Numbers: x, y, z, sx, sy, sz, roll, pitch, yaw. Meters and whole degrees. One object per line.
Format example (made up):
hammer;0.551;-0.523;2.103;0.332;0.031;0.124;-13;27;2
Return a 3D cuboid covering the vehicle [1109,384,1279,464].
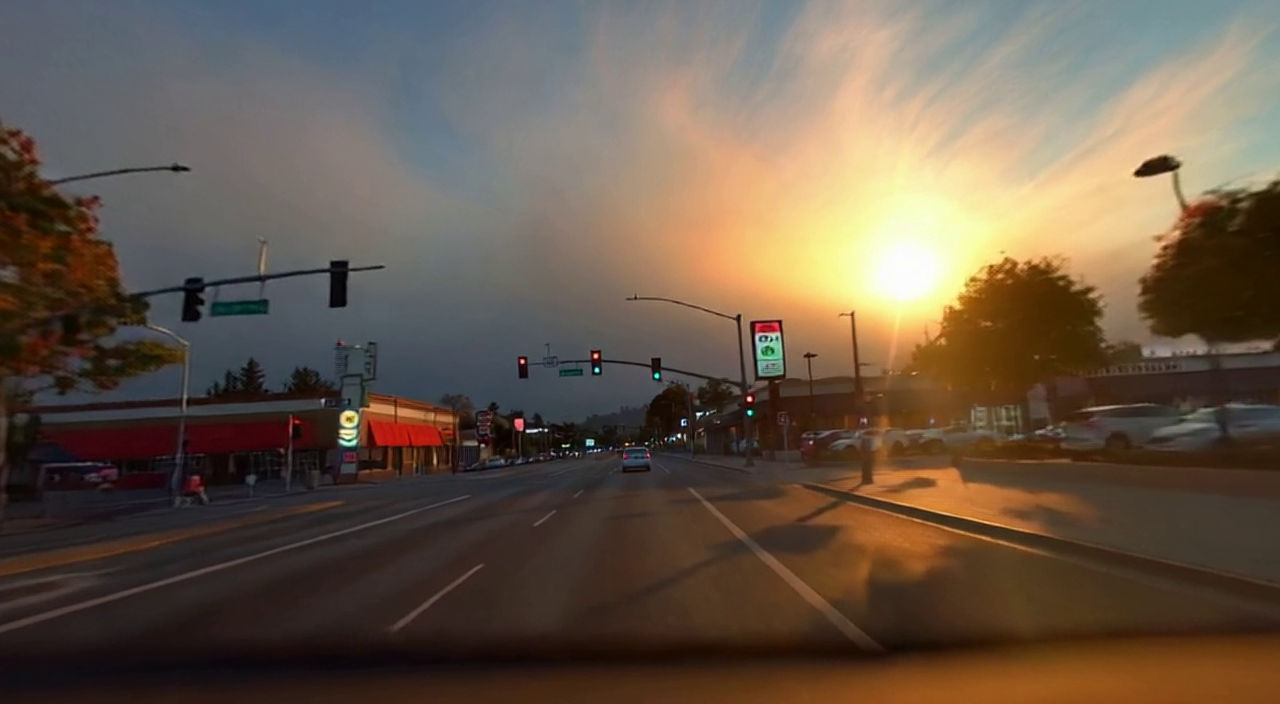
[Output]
vehicle;12.925;1.537;13.325;4.323;1.534;2.133;0;-9;-1

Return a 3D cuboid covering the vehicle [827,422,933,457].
vehicle;13.020;4.801;34.459;4.852;1.805;2.155;0;-9;-2

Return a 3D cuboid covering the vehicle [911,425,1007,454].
vehicle;18.705;5.146;37.129;4.586;1.623;1.861;0;-9;-1

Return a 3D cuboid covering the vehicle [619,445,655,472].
vehicle;-0.167;6.207;36.918;1.977;1.451;4.032;0;-9;-1
